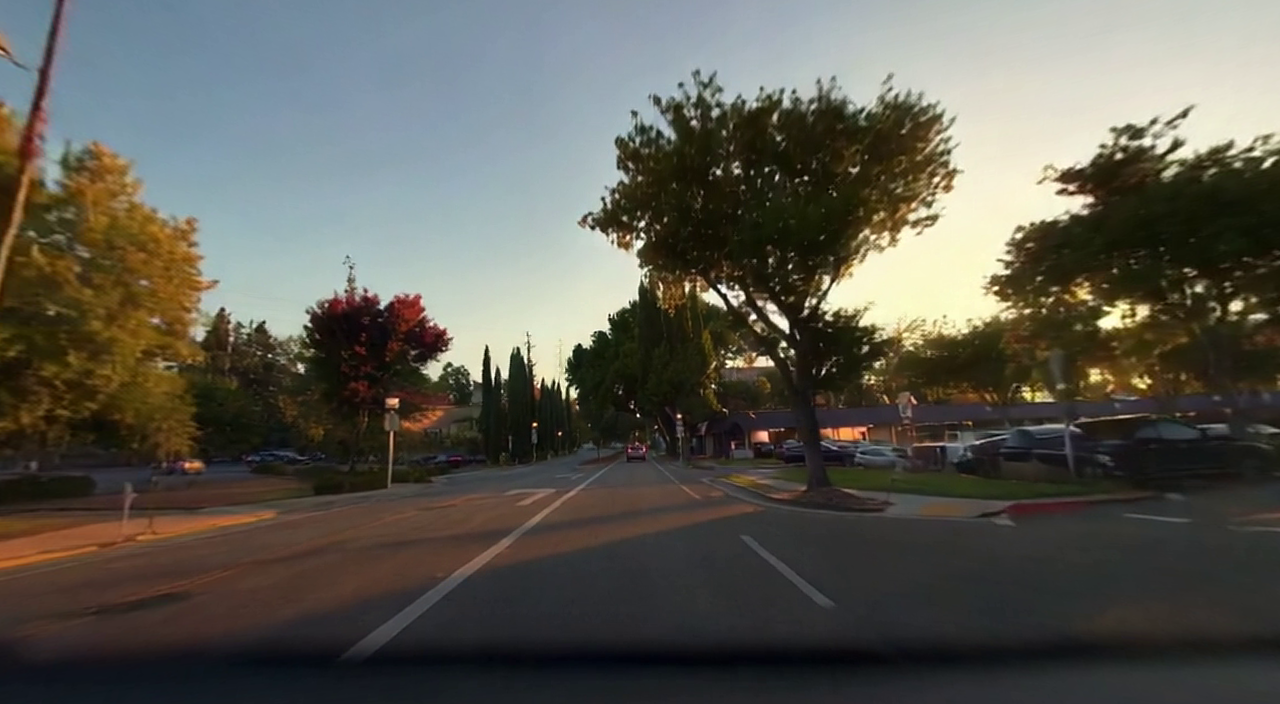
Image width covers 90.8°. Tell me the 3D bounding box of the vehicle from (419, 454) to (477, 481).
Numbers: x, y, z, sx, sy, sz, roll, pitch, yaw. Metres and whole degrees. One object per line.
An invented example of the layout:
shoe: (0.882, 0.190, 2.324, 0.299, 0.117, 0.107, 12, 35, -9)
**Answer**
vehicle: (-11.607, 6.889, 37.991, 2.061, 1.475, 4.357, 6, -10, -33)
